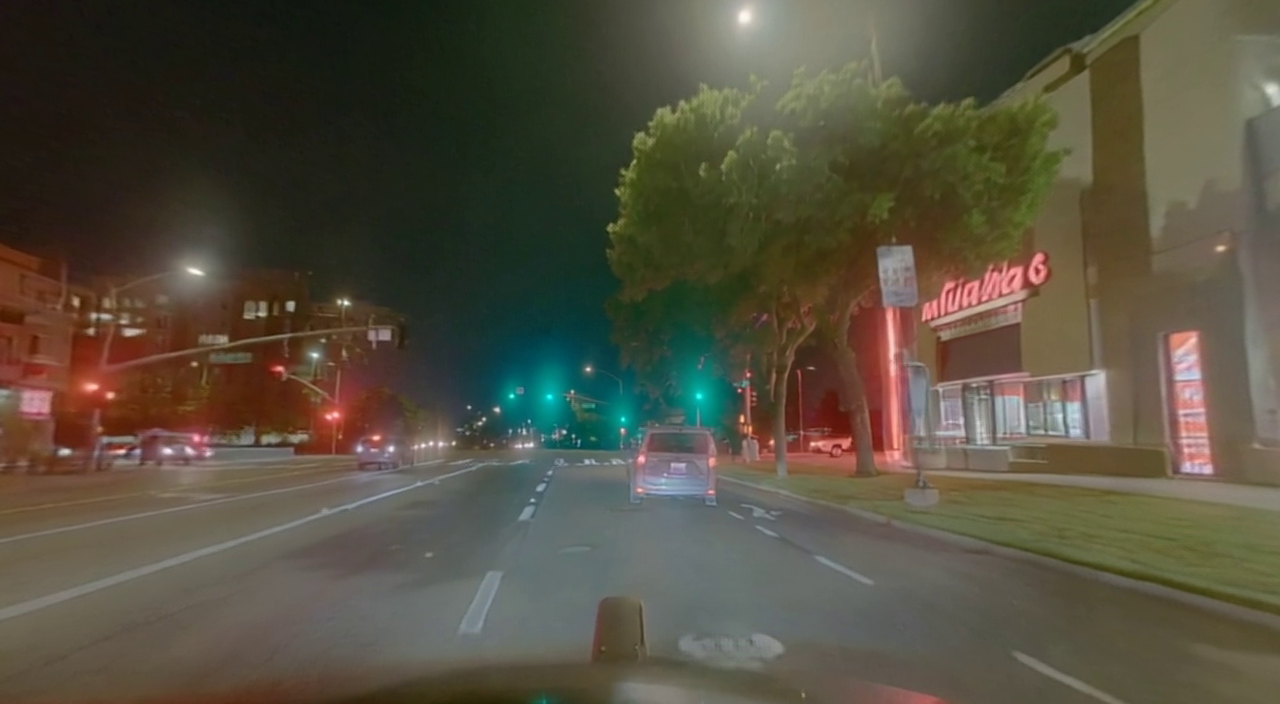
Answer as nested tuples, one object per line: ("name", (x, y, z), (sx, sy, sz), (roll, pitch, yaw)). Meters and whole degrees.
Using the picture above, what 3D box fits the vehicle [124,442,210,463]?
("vehicle", (-35.521, 7.532, 47.540), (4.692, 1.476, 1.992), (1, -8, -6))

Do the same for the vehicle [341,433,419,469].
("vehicle", (-11.496, 4.391, 28.252), (1.924, 1.458, 4.448), (1, -8, -5))

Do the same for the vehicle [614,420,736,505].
("vehicle", (0.611, 2.510, 14.772), (2.230, 1.683, 4.204), (1, -8, -5))
